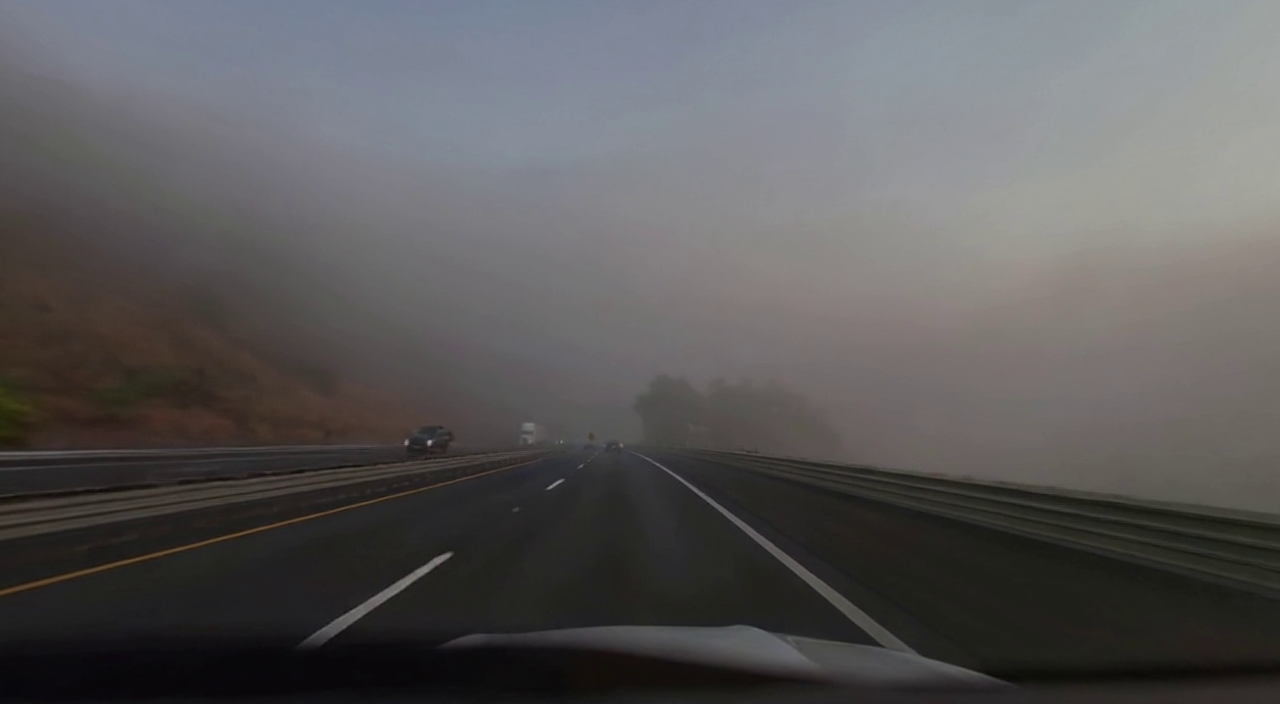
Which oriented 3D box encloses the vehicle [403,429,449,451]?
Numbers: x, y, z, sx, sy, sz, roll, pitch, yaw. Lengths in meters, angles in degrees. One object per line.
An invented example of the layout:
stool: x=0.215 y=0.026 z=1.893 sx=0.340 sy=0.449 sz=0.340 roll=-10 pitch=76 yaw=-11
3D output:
vehicle: x=-16.550 y=6.859 z=48.846 sx=2.017 sy=1.612 sz=4.487 roll=0 pitch=-8 yaw=0
